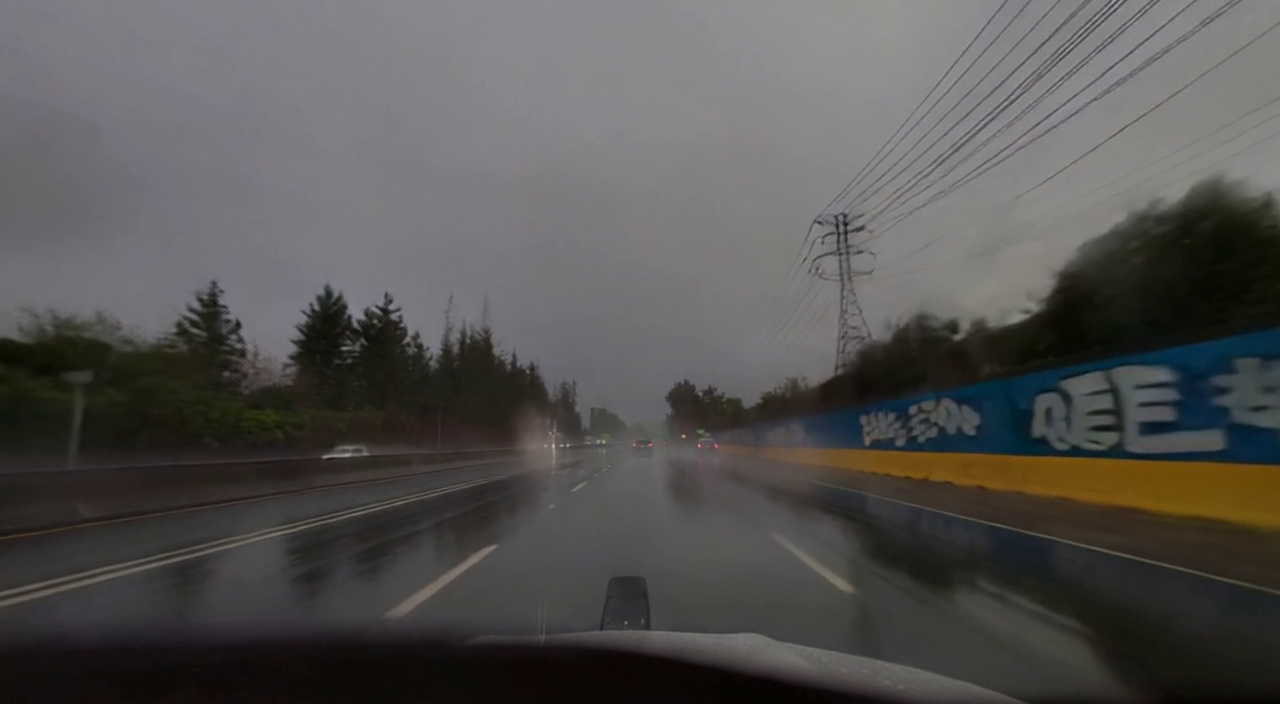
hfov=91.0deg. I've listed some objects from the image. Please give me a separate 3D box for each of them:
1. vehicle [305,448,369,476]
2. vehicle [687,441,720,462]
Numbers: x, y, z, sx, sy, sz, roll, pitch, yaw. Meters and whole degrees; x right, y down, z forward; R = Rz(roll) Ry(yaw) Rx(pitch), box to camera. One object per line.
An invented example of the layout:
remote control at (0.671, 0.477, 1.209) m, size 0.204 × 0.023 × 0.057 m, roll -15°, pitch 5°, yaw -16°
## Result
vehicle at (-19.356, 7.018, 40.387) m, size 1.898 × 1.616 × 4.330 m, roll 0°, pitch -8°, yaw 1°
vehicle at (4.630, 7.311, 46.407) m, size 1.991 × 1.494 × 3.951 m, roll 0°, pitch -8°, yaw 0°
